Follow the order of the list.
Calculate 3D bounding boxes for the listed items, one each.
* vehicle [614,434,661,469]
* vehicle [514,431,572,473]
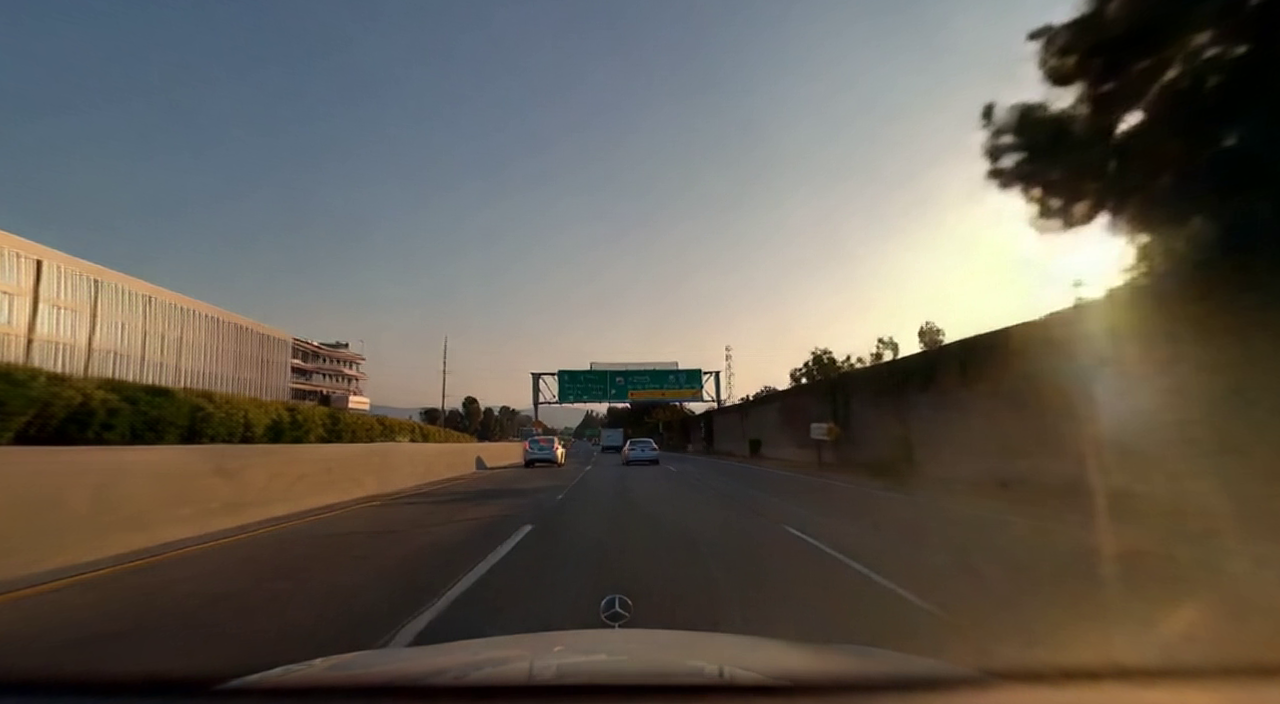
[{"bbox_3d":[-0.197,4.997,31.825,2.078,1.608,3.982,0,-8,-5],"label":"vehicle"},{"bbox_3d":[-4.311,4.509,28.609,2.080,1.733,4.410,0,-8,-2],"label":"vehicle"}]
